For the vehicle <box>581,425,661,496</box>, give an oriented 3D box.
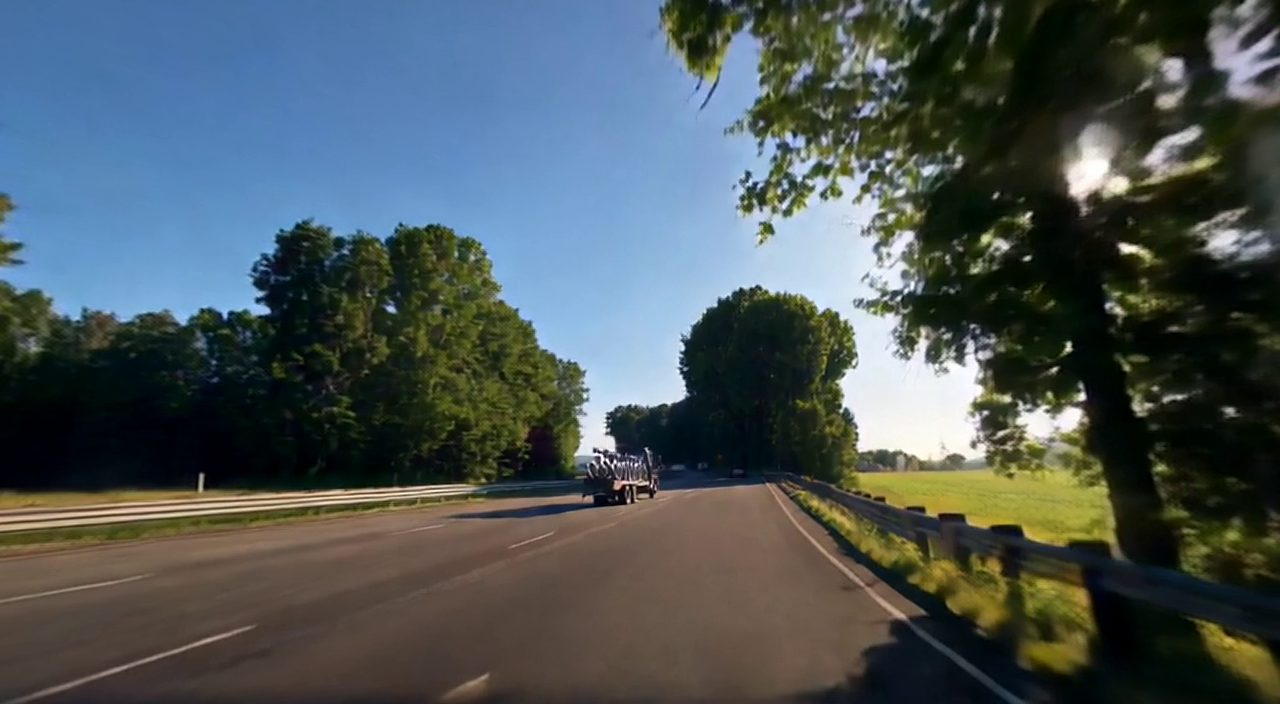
[{"bbox_3d":[-0.776,5.770,33.192,2.841,3.244,7.689,-1,-11,9],"label":"vehicle"}]
